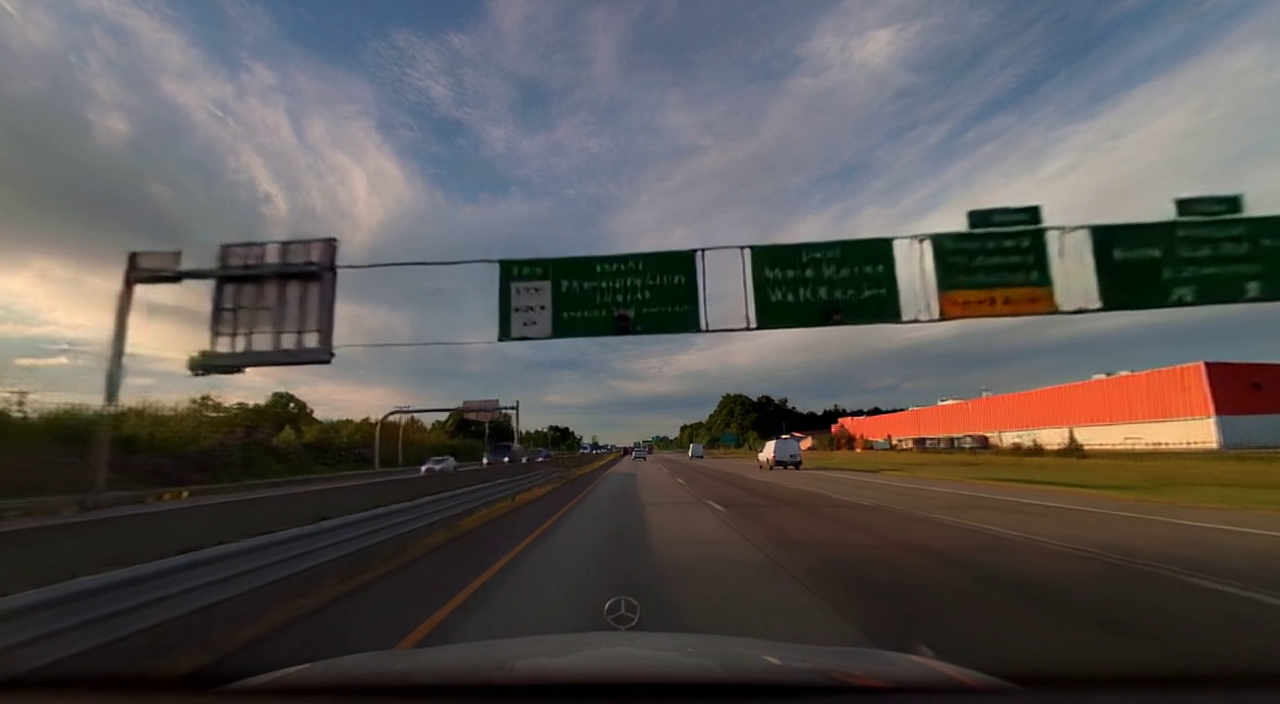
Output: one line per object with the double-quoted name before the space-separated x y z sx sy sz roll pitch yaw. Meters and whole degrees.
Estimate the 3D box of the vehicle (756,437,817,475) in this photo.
"vehicle" 8.017 5.757 34.980 2.156 1.943 5.010 0 -9 0

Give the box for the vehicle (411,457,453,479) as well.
"vehicle" -15.931 8.874 48.347 1.862 1.517 4.136 0 -9 0

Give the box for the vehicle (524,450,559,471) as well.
"vehicle" -7.545 8.351 48.690 1.971 1.520 4.310 -1 -9 1
